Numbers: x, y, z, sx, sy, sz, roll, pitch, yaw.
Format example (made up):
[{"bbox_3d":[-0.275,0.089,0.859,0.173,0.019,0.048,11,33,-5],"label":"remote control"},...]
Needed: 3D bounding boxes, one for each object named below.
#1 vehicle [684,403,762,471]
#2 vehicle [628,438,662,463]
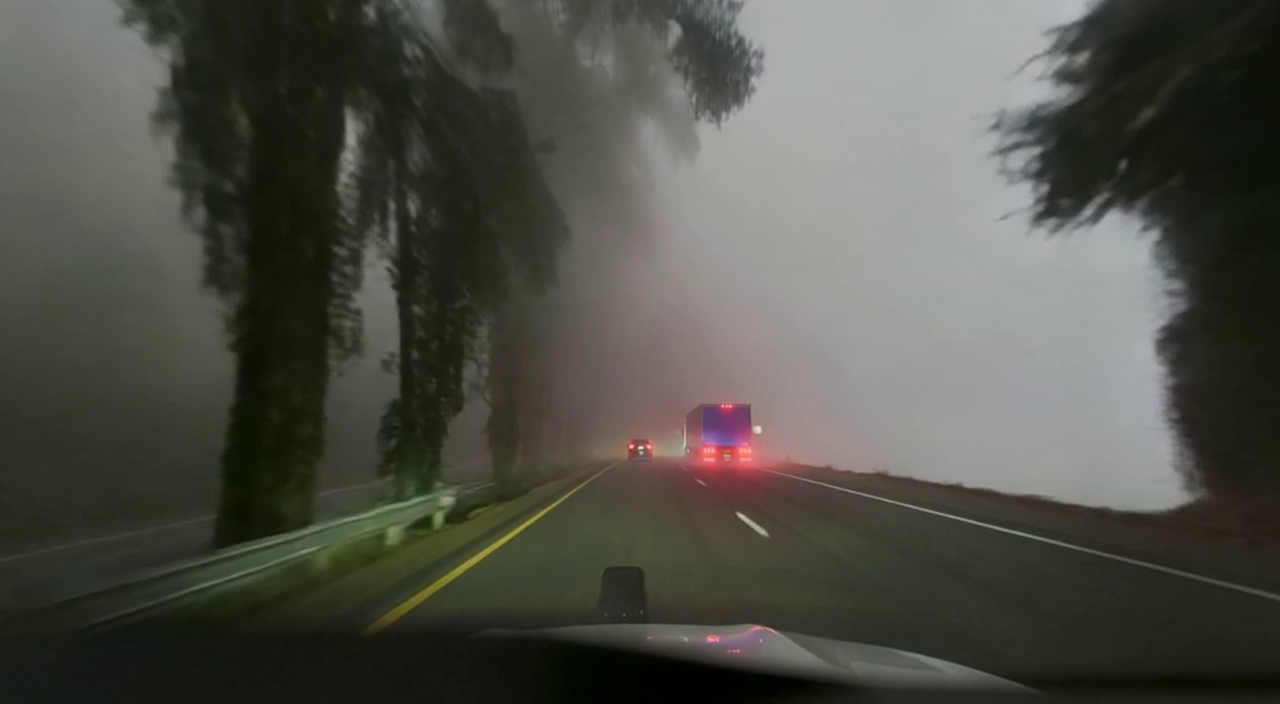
[{"bbox_3d":[4.239,4.606,33.989,3.015,3.211,7.982,0,-8,-1],"label":"vehicle"},{"bbox_3d":[0.345,6.632,42.435,2.170,1.544,4.373,0,-8,0],"label":"vehicle"}]
